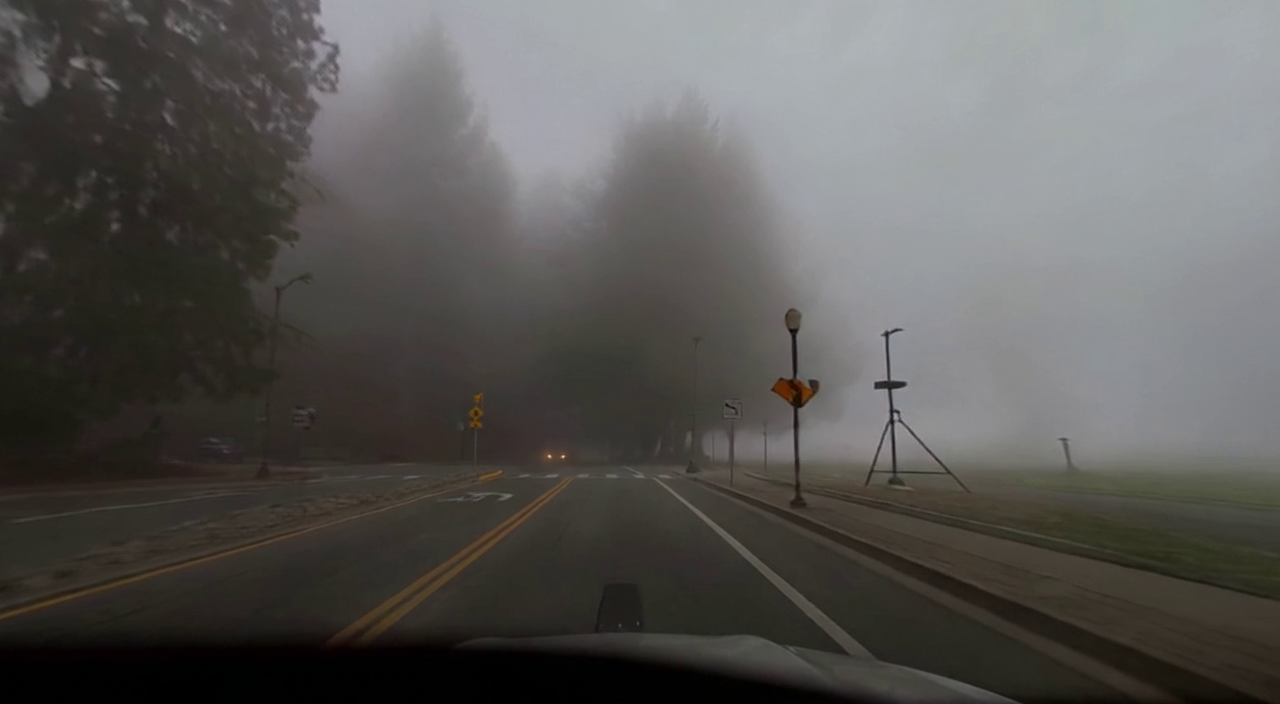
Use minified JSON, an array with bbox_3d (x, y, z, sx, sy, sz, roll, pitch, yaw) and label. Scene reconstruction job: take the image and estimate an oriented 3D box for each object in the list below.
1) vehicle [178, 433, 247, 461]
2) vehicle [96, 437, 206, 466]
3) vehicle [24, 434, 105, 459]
[{"bbox_3d":[-29.409,6.563,43.644,1.922,1.805,4.208,0,-8,-2],"label":"vehicle"},{"bbox_3d":[-26.994,5.481,34.983,4.534,1.488,1.930,-1,-8,2],"label":"vehicle"},{"bbox_3d":[-39.450,6.493,43.453,1.828,1.553,3.924,1,-8,0],"label":"vehicle"}]
